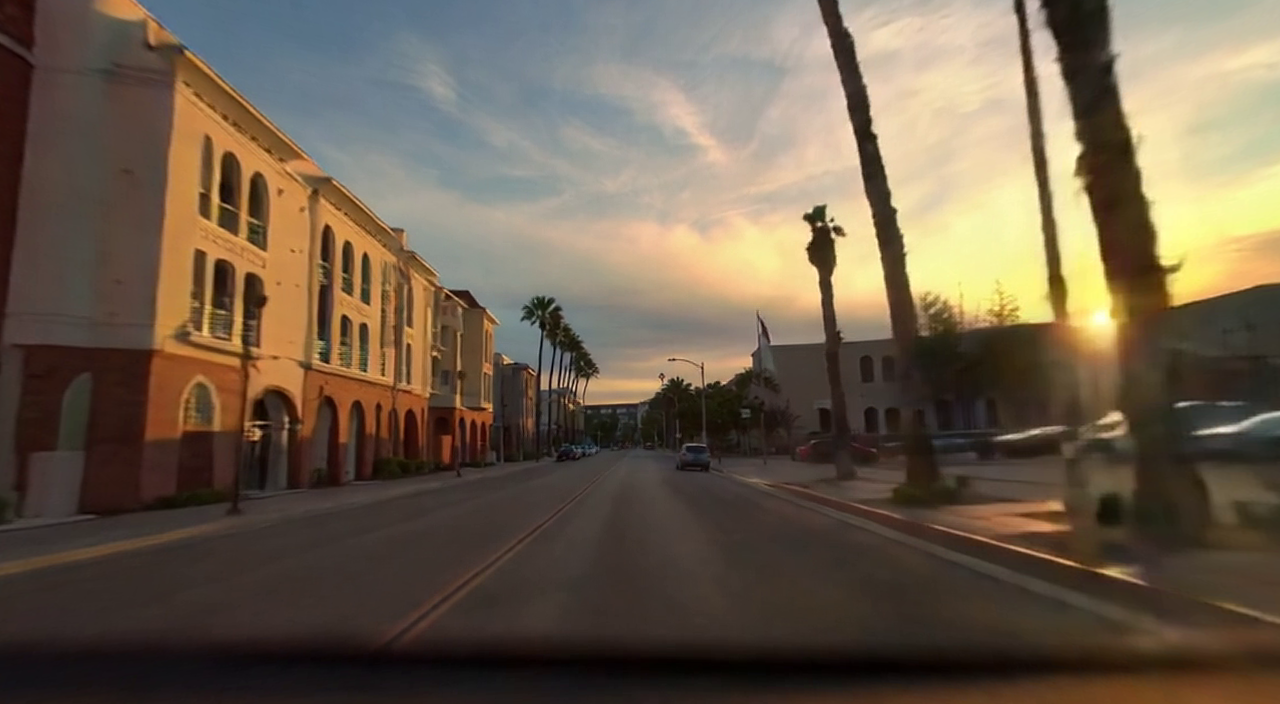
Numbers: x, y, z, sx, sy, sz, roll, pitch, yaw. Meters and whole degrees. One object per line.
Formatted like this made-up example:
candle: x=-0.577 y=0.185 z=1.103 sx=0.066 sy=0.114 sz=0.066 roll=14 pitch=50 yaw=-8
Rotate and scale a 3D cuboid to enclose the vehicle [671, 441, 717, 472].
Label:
vehicle: x=2.853 y=5.648 z=34.317 sx=1.985 sy=1.543 sz=4.112 roll=0 pitch=-8 yaw=-2
